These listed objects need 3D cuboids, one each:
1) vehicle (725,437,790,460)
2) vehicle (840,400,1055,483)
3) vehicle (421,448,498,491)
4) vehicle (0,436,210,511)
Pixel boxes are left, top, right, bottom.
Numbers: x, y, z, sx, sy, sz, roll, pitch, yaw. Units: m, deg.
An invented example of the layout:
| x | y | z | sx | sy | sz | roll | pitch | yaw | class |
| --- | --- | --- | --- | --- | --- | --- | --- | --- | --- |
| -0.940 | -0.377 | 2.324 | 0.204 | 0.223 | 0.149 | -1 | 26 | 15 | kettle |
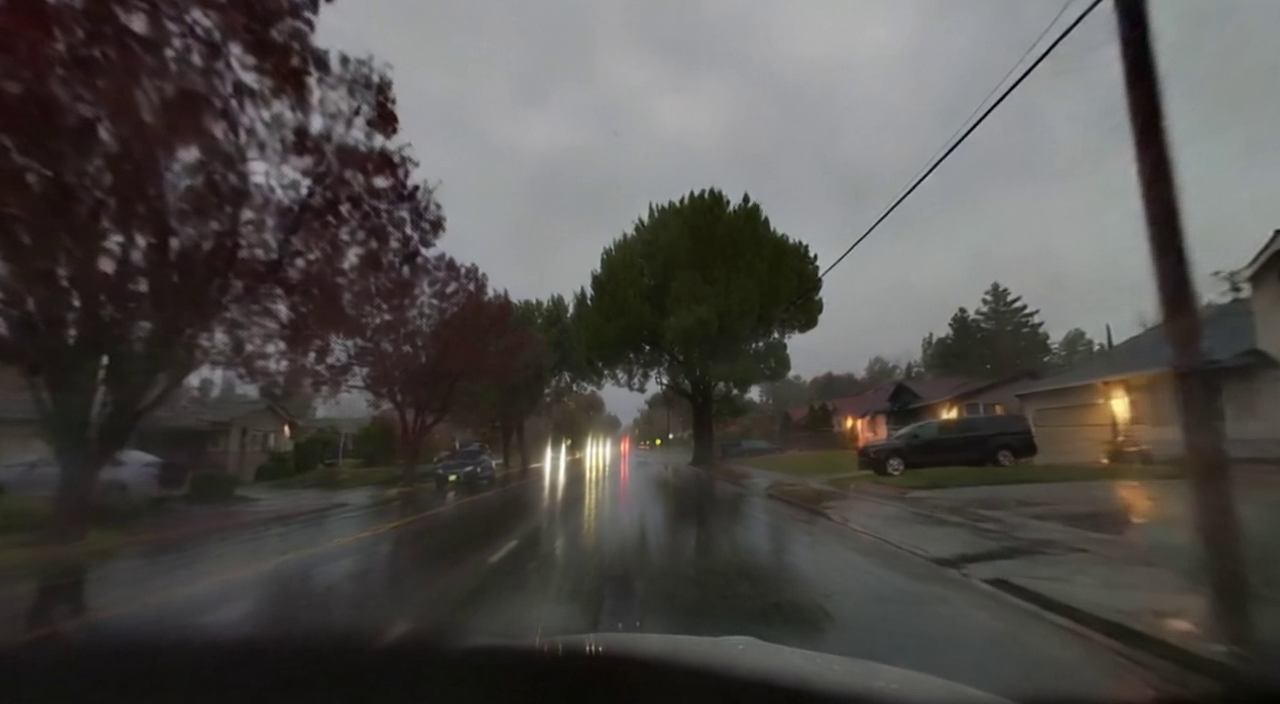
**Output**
| x | y | z | sx | sy | sz | roll | pitch | yaw | class |
| --- | --- | --- | --- | --- | --- | --- | --- | --- | --- |
| 8.861 | 7.316 | 47.863 | 4.535 | 1.697 | 1.968 | 0 | -8 | -1 | vehicle |
| 9.007 | 2.669 | 18.875 | 5.221 | 1.958 | 1.992 | -4 | -8 | 0 | vehicle |
| -7.619 | 4.992 | 27.160 | 1.973 | 1.500 | 4.781 | -5 | -9 | -2 | vehicle |
| -14.213 | 3.034 | 16.057 | 4.995 | 1.760 | 1.988 | 0 | -8 | -2 | vehicle |
